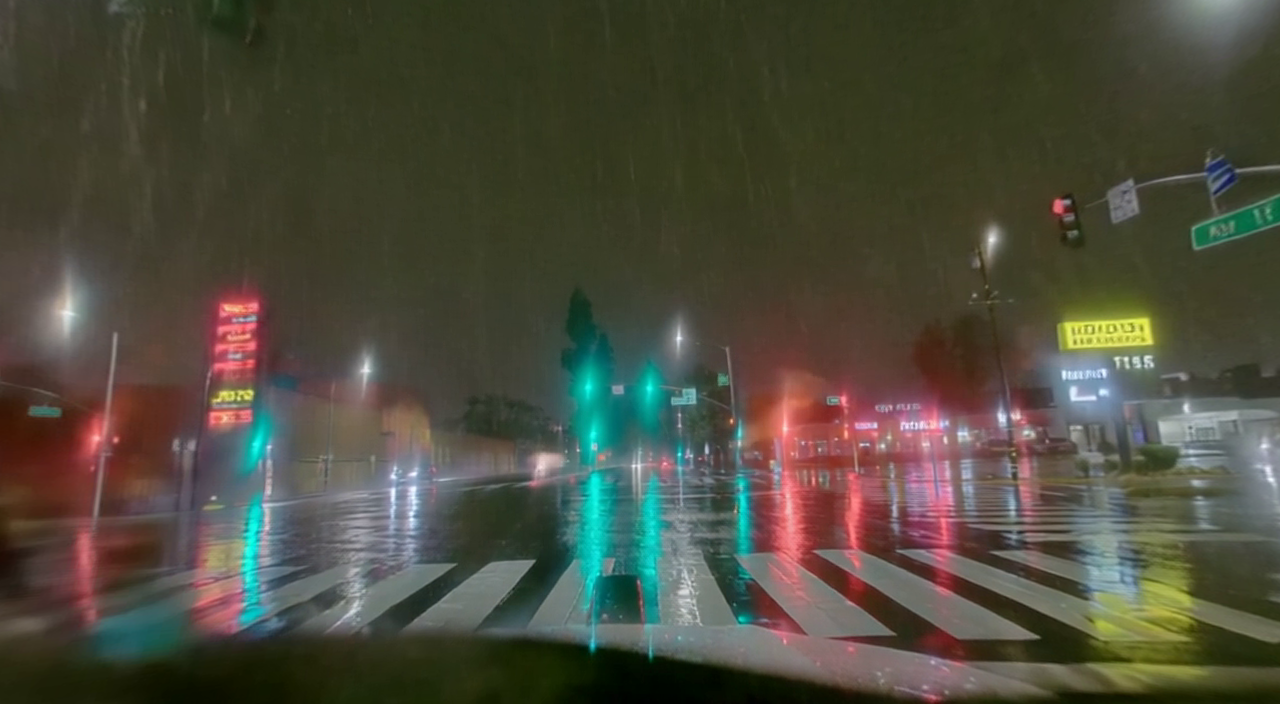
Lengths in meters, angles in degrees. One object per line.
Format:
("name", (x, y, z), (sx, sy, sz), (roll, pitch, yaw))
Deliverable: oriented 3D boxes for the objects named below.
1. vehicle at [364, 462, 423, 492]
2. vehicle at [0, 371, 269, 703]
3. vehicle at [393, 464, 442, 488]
("vehicle", (-19.223, 9.722, 49.460), (2.227, 2.033, 5.614), (0, -8, 2))
("vehicle", (-3.415, 0.789, 1.556), (2.081, 1.644, 4.523), (0, -9, 2))
("vehicle", (-15.755, 8.798, 44.857), (1.931, 1.471, 4.152), (0, -9, 0))
